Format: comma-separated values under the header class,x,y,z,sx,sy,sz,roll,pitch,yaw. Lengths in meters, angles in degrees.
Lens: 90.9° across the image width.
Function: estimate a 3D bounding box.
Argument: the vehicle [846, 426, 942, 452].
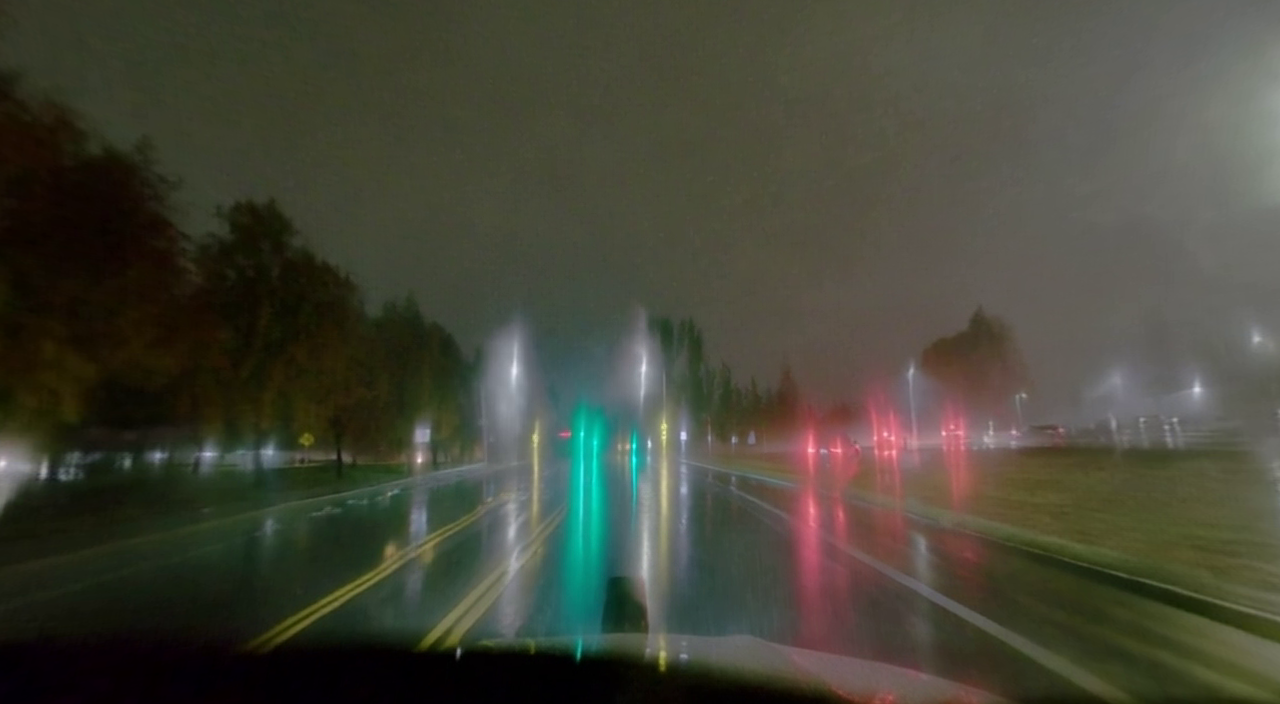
class,x,y,z,sx,sy,sz,roll,pitch,yaw
vehicle,14.789,5.094,36.831,4.744,1.476,1.926,0,-8,-5
